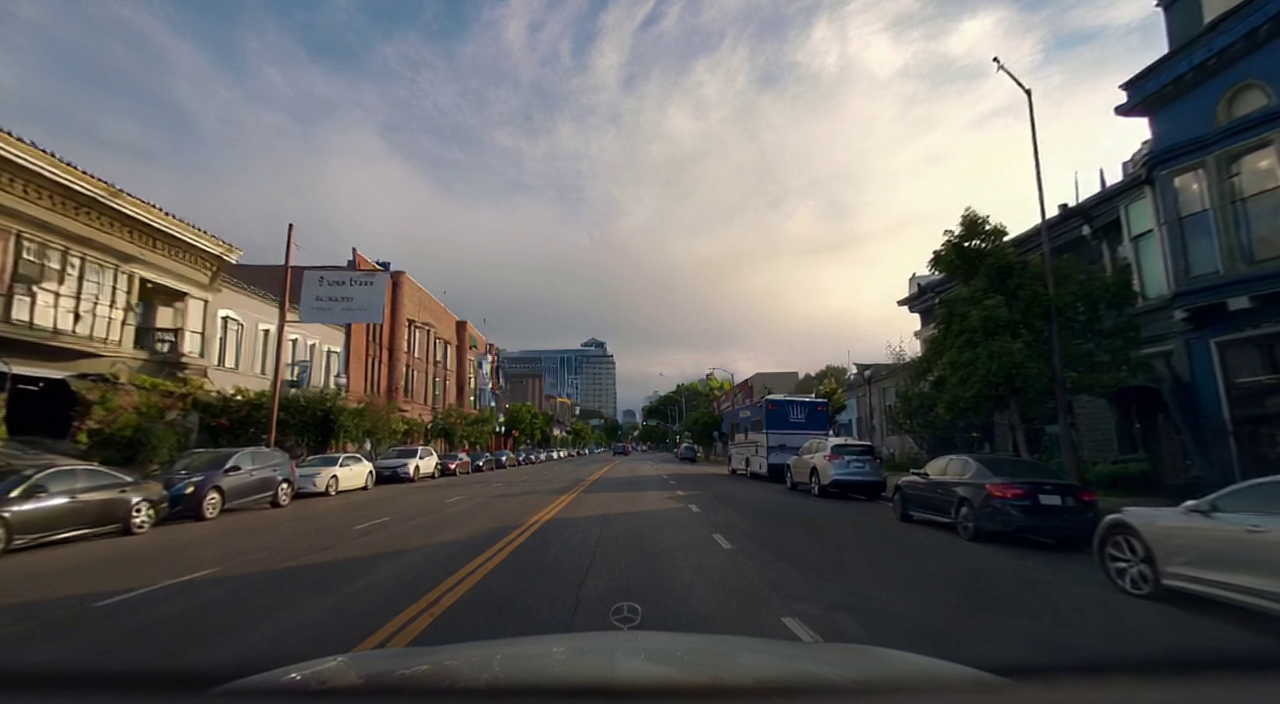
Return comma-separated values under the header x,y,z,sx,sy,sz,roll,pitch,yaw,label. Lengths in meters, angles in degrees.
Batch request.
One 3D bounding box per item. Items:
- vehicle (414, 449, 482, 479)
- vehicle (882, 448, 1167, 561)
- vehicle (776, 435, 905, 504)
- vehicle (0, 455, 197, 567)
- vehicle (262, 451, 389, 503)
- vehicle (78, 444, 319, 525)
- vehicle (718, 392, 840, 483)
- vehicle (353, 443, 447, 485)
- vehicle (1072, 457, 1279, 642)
x,y,z,sx,sy,sz,roll,pitch,yaw,label
-10.102,5.929,33.746,2.078,1.427,4.900,0,-8,0,vehicle
6.108,2.422,10.894,1.939,1.491,4.521,0,-9,-2,vehicle
5.890,3.513,19.438,2.154,1.804,5.341,0,-9,0,vehicle
-9.768,2.449,10.273,1.842,1.474,4.722,0,-8,-2,vehicle
-10.043,3.986,20.624,1.802,1.439,4.546,0,-8,0,vehicle
-10.010,2.998,15.013,2.230,1.577,4.871,0,-8,-1,vehicle
5.958,4.020,29.274,3.102,3.473,9.734,0,-8,-2,vehicle
-10.094,4.738,27.040,2.276,1.597,4.421,0,-8,0,vehicle
6.184,1.611,5.054,2.001,1.431,4.757,0,-9,-1,vehicle
